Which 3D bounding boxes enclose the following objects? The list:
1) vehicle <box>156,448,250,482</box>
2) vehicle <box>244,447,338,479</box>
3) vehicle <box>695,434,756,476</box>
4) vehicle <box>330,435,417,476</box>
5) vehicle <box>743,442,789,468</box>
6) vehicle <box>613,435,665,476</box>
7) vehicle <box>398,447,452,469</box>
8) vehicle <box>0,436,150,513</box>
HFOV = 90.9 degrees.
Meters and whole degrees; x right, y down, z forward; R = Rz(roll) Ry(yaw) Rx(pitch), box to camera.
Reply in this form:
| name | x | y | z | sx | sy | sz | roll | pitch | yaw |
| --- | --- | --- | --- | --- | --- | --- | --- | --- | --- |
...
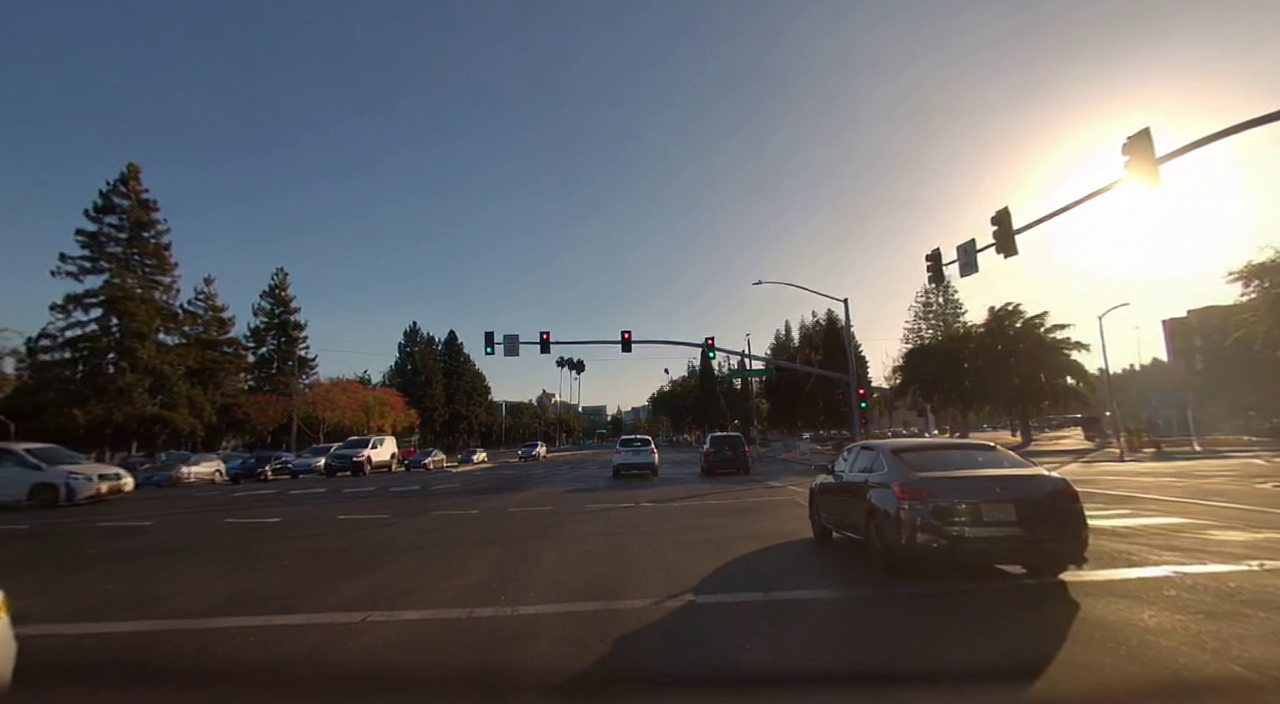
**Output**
| name | x | y | z | sx | sy | sz | roll | pitch | yaw |
| --- | --- | --- | --- | --- | --- | --- | --- | --- | --- |
| vehicle | -20.803 | 5.370 | 30.188 | 1.800 | 1.511 | 3.631 | 0 | -8 | 1 |
| vehicle | -17.566 | 5.590 | 32.002 | 2.086 | 1.458 | 4.457 | -1 | -8 | 2 |
| vehicle | 3.729 | 4.581 | 28.217 | 2.097 | 1.707 | 4.461 | 0 | -8 | 0 |
| vehicle | -14.014 | 5.467 | 33.604 | 2.196 | 1.961 | 5.359 | 0 | -8 | 1 |
| vehicle | 7.269 | 5.971 | 36.735 | 1.847 | 1.432 | 4.039 | 0 | -8 | -1 |
| vehicle | -0.052 | 4.715 | 28.956 | 2.215 | 1.749 | 3.976 | 0 | -8 | 0 |
| vehicle | -14.081 | 6.967 | 41.520 | 1.926 | 1.325 | 4.162 | 0 | -8 | 2 |
| vehicle | -14.340 | 2.753 | 14.390 | 4.556 | 1.639 | 2.052 | 4 | -9 | -28 |
